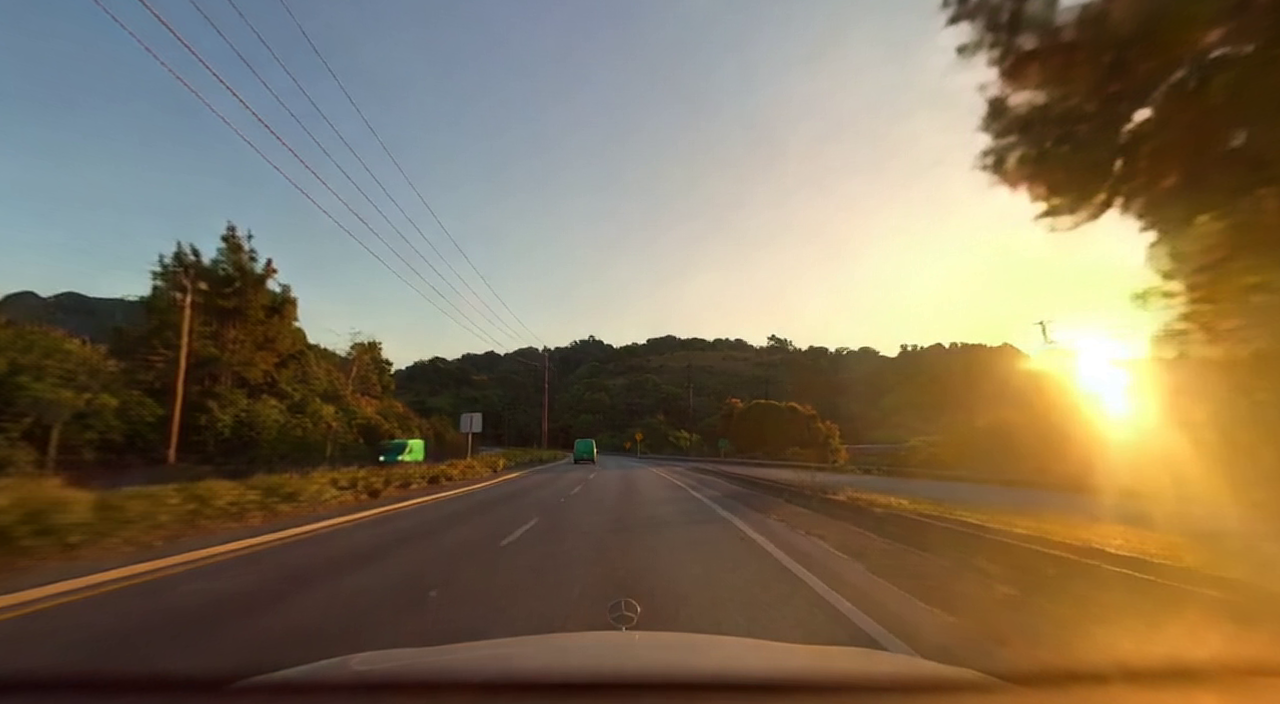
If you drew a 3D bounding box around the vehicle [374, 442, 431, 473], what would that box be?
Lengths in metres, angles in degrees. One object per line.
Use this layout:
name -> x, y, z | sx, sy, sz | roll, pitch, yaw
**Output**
vehicle -> -14.985, 6.652, 39.878 | 2.084, 1.806, 4.332 | 0, -9, -3
